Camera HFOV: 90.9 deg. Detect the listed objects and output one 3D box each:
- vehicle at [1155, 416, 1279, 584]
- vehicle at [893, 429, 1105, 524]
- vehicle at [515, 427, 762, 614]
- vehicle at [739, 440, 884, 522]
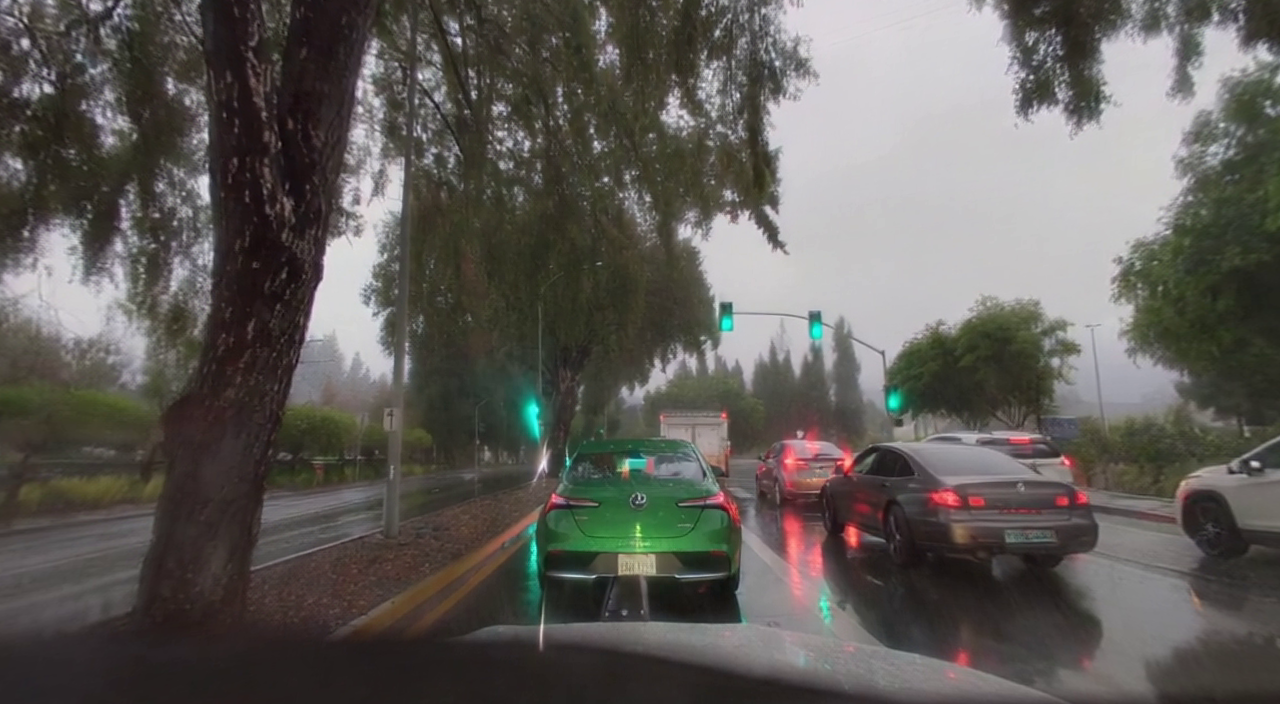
[{"bbox_3d":[6.929,1.338,5.583,1.783,1.572,3.421,0,-9,1],"label":"vehicle"},{"bbox_3d":[7.016,2.475,12.943,1.923,1.611,4.094,0,-9,0],"label":"vehicle"},{"bbox_3d":[0.010,1.688,7.164,2.015,1.502,3.898,0,-9,1],"label":"vehicle"},{"bbox_3d":[3.528,2.739,13.929,1.934,1.494,4.446,0,-9,0],"label":"vehicle"}]
